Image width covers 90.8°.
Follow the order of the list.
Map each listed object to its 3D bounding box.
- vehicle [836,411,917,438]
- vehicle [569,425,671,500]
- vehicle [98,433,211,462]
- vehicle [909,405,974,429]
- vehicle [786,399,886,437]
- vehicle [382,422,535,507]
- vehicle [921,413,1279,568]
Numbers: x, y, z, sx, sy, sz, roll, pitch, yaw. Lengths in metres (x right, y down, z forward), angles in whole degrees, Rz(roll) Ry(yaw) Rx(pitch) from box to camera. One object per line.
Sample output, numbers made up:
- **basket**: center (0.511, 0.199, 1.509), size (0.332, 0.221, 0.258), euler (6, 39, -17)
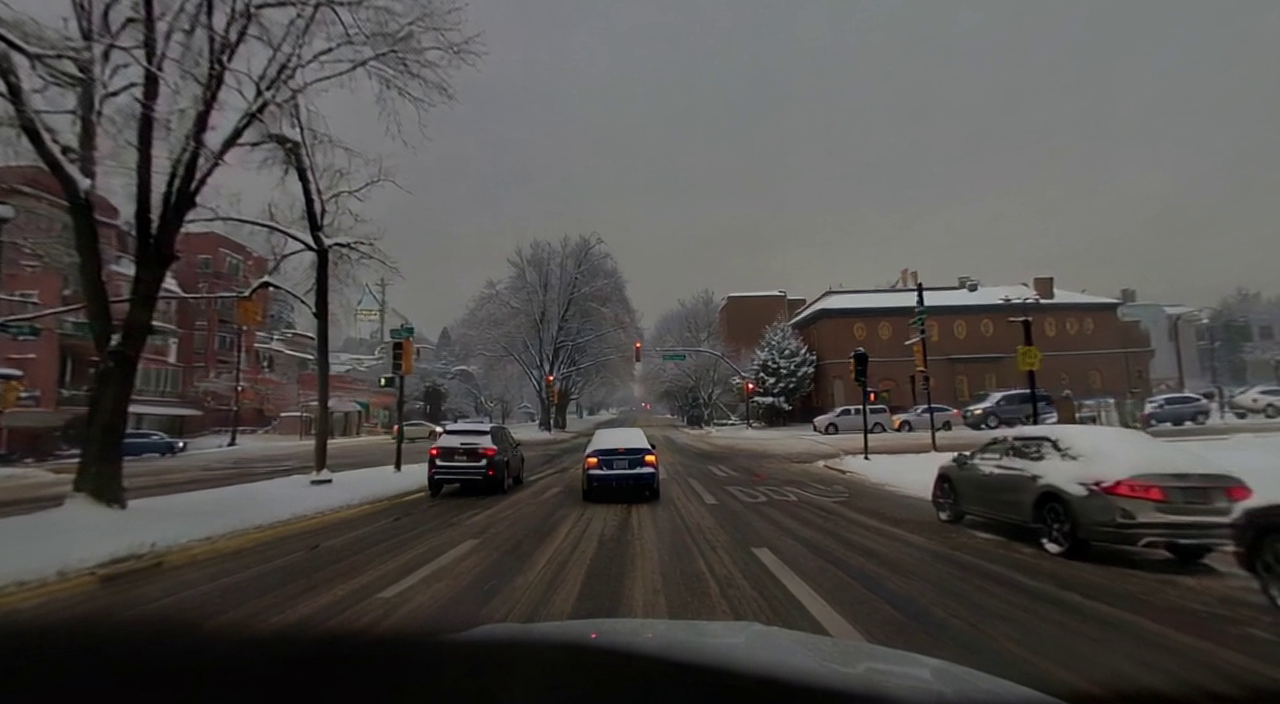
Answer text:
- **vehicle**: center (15.259, 4.698, 40.781), size (4.775, 1.604, 1.915), euler (3, -9, -20)
- **vehicle**: center (-0.422, 2.563, 14.958), size (2.082, 1.520, 3.896), euler (0, -8, 0)
- **vehicle**: center (-25.533, 5.033, 33.319), size (4.453, 1.471, 1.921), euler (-1, -8, 4)
- **vehicle**: center (21.442, 4.652, 44.817), size (5.017, 1.542, 2.055), euler (6, -11, -38)
- **vehicle**: center (13.853, 4.714, 44.661), size (6.541, 2.480, 2.259), euler (3, -9, -19)
- **vehicle**: center (-3.692, 2.390, 13.811), size (1.934, 1.522, 4.464), euler (0, -8, 1)
- **vehicle**: center (6.237, 1.882, 9.381), size (1.904, 1.705, 4.510), euler (0, -8, -2)
